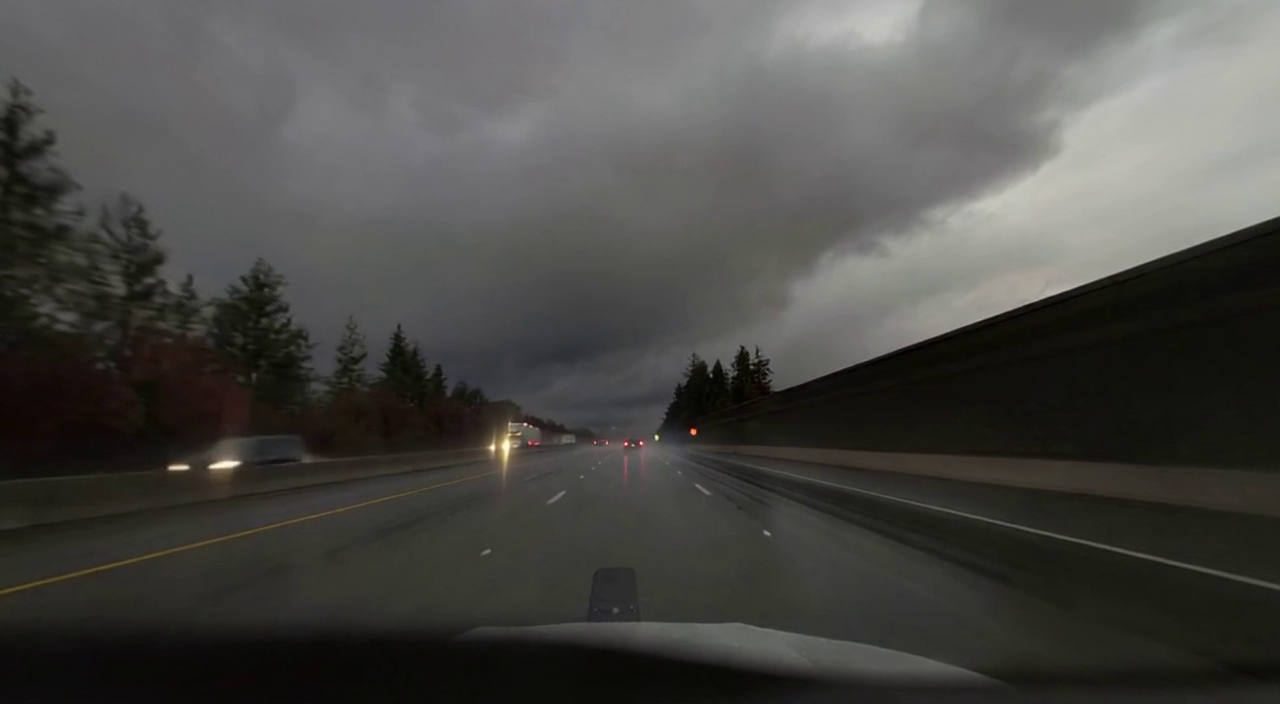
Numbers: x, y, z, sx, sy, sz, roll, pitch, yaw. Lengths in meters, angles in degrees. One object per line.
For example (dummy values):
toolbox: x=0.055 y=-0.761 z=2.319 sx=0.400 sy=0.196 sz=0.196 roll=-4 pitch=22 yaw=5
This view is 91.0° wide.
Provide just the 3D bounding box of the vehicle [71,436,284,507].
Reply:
vehicle: x=-11.607 y=2.986 z=16.336 sx=2.109 sy=1.557 sz=4.531 roll=0 pitch=-8 yaw=0
